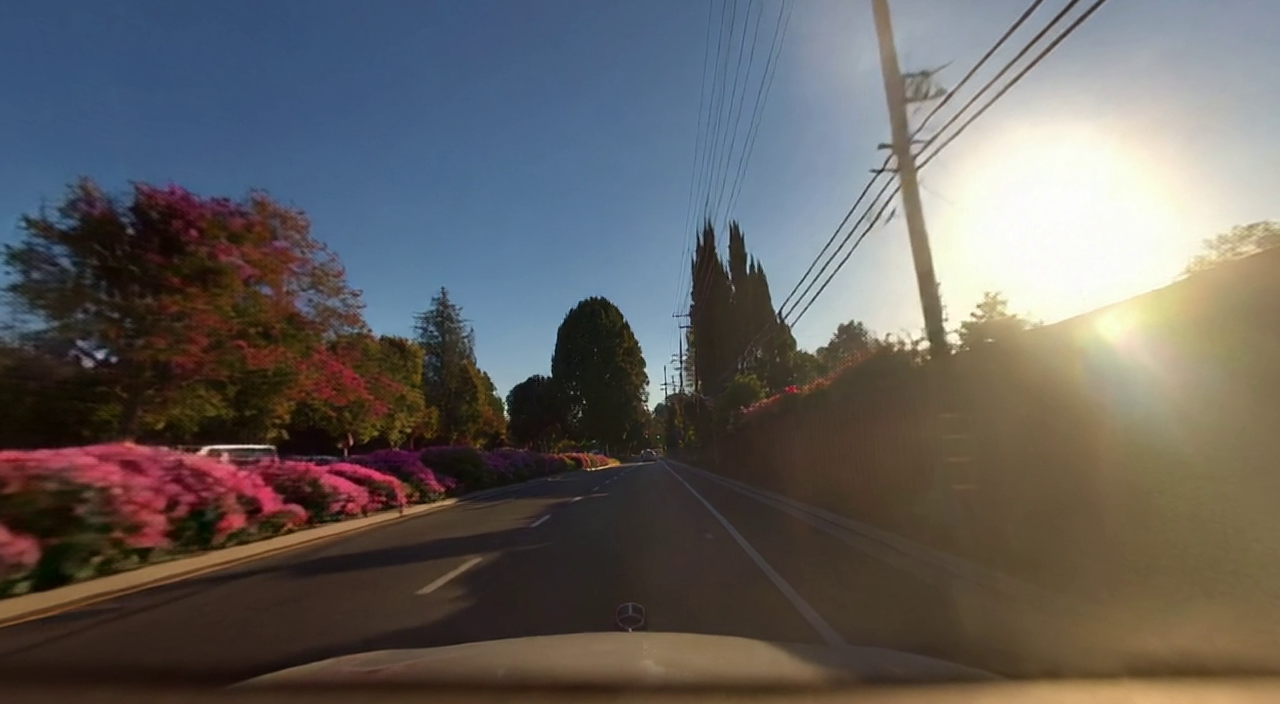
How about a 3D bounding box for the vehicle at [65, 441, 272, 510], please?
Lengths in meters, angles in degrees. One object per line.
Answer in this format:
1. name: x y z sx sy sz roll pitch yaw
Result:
1. vehicle: -15.239 3.987 21.020 2.269 1.943 5.876 0 -8 1
